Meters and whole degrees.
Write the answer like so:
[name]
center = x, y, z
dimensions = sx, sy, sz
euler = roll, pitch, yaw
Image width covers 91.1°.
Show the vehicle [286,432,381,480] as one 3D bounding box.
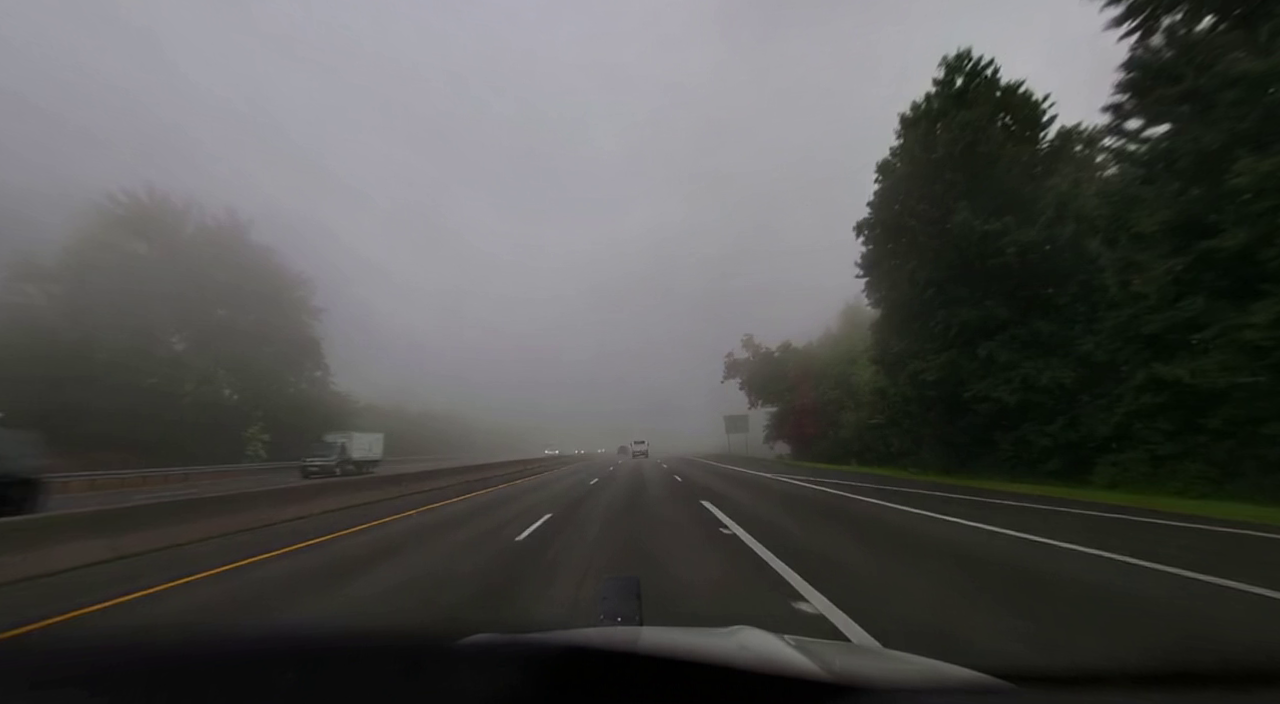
[vehicle]
center = -19.672, 6.733, 40.917
dimensions = 2.676, 2.841, 6.852
euler = -1, -9, 0
